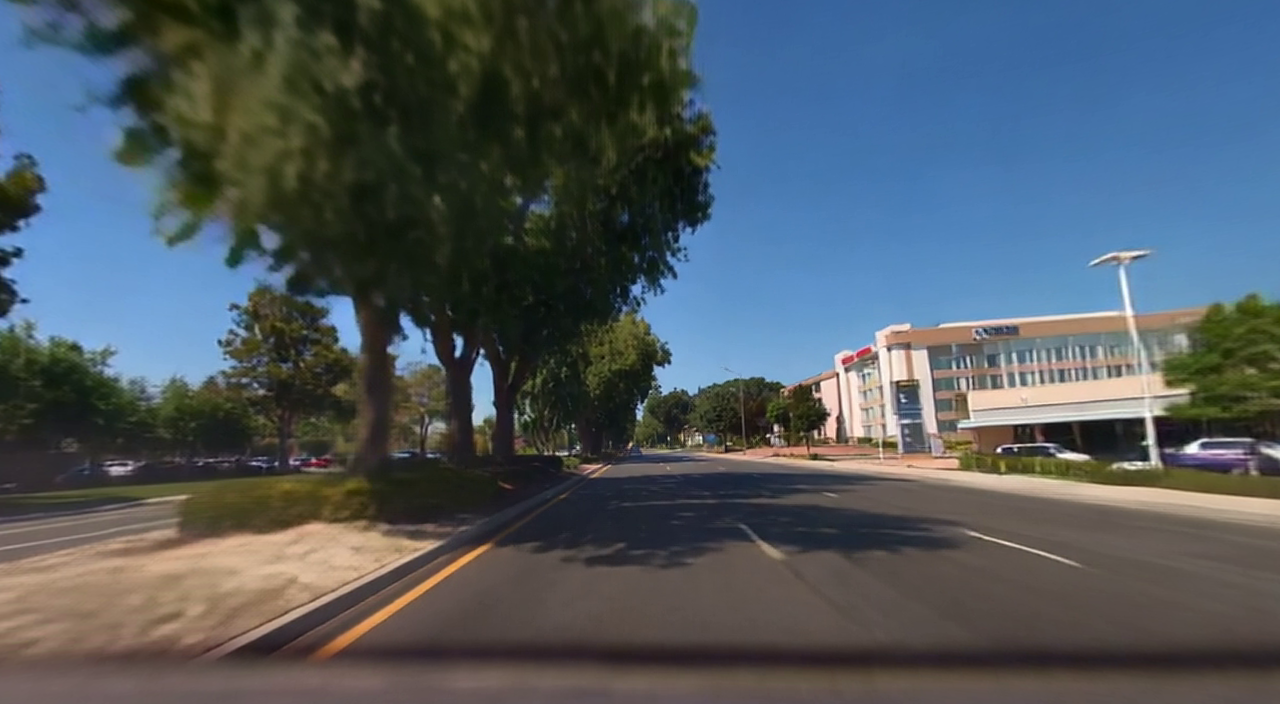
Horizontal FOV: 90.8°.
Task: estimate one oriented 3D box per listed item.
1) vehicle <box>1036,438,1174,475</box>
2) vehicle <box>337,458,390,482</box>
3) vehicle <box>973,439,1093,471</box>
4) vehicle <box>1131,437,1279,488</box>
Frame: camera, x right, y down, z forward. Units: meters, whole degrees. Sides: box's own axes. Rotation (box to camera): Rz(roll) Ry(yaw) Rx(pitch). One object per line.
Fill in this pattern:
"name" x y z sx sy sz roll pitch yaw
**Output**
"vehicle" 20.177 4.565 27.580 4.333 1.507 2.101 0 -9 0
"vehicle" -19.474 8.336 44.753 1.889 1.497 4.478 -3 -9 -2
"vehicle" 20.302 5.338 32.834 4.762 1.550 2.089 -1 -9 3
"vehicle" 19.935 3.888 22.187 3.717 1.364 1.861 -5 -11 -1
